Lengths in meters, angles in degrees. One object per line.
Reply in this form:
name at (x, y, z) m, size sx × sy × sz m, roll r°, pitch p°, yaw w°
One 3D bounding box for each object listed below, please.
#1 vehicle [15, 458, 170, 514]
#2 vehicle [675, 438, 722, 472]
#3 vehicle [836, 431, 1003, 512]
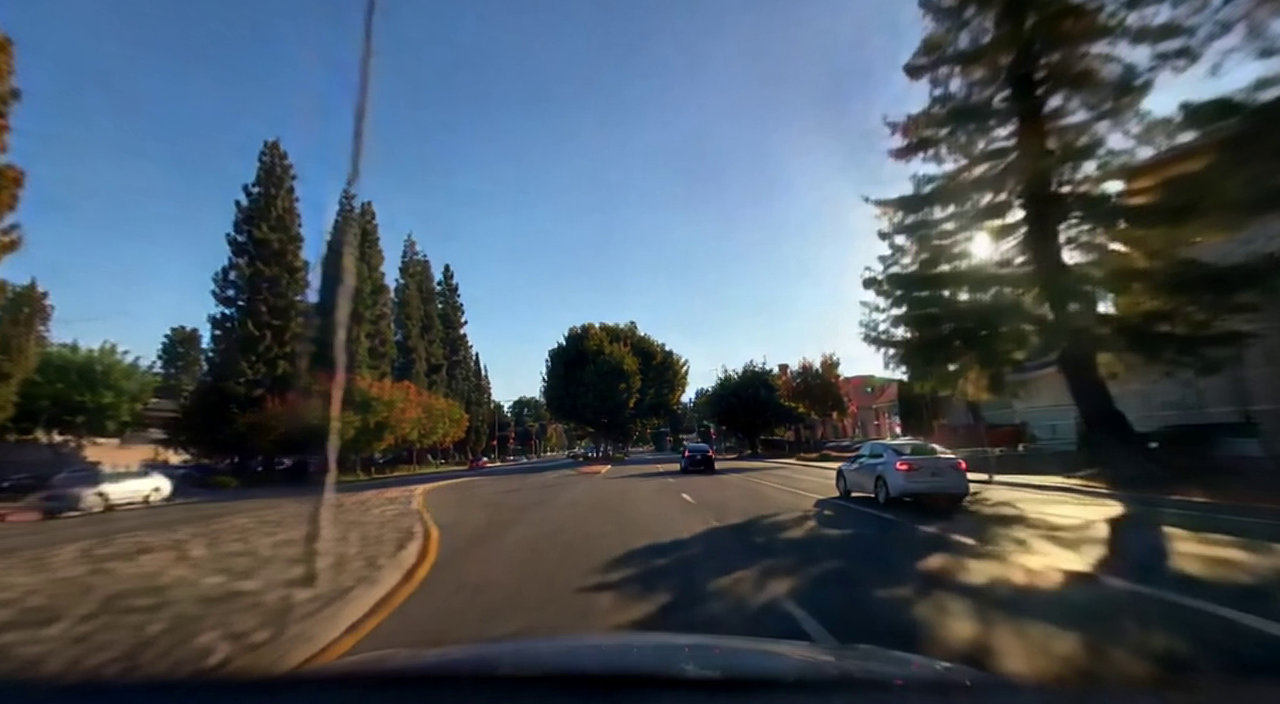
vehicle at (-21.676, 5.270, 25.329) m, size 2.050 × 1.890 × 4.582 m, roll 0°, pitch -9°, yaw 0°
vehicle at (3.207, 5.754, 35.463) m, size 2.095 × 1.759 × 4.862 m, roll 0°, pitch -9°, yaw -1°
vehicle at (6.371, 2.758, 15.054) m, size 2.000 × 1.618 × 4.238 m, roll 0°, pitch -9°, yaw 0°
